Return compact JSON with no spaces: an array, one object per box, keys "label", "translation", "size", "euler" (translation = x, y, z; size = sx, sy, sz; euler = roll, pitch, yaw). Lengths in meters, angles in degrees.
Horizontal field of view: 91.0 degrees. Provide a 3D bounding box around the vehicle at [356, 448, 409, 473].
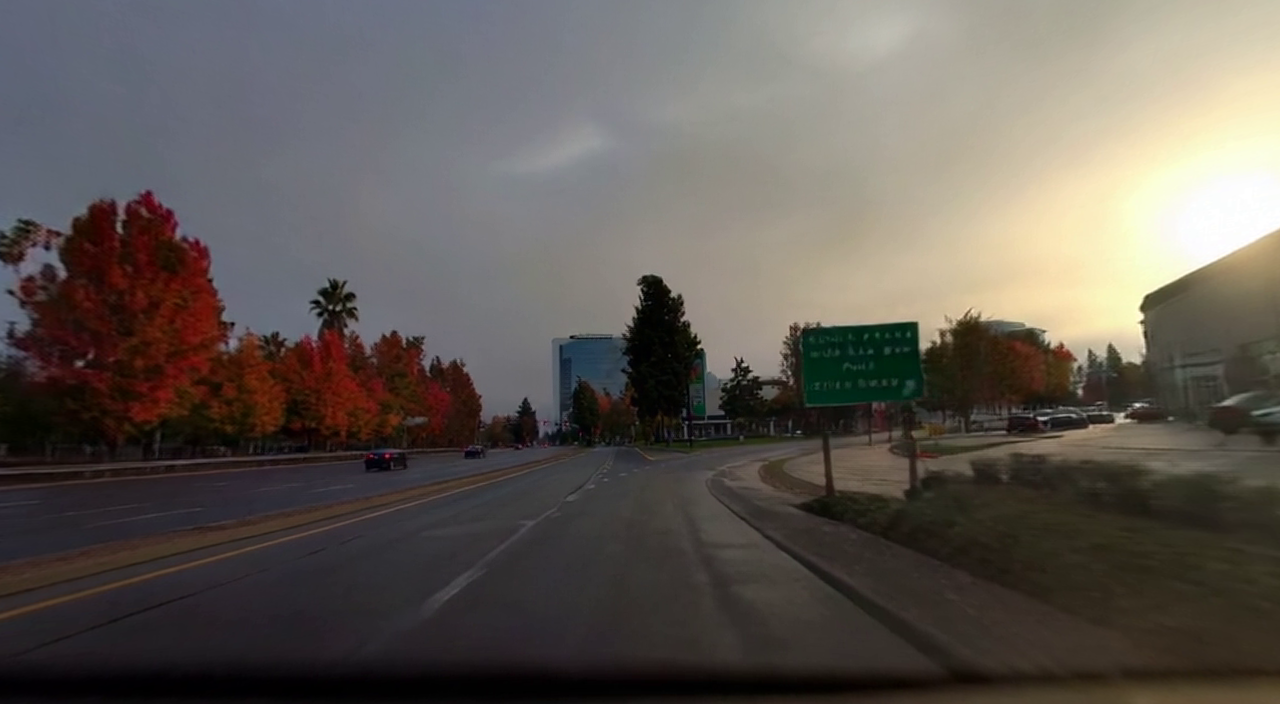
[{"label":"vehicle","translation":[-19.290,8.133,47.377],"size":[2.086,1.706,4.412],"euler":[0,-9,1]}]
